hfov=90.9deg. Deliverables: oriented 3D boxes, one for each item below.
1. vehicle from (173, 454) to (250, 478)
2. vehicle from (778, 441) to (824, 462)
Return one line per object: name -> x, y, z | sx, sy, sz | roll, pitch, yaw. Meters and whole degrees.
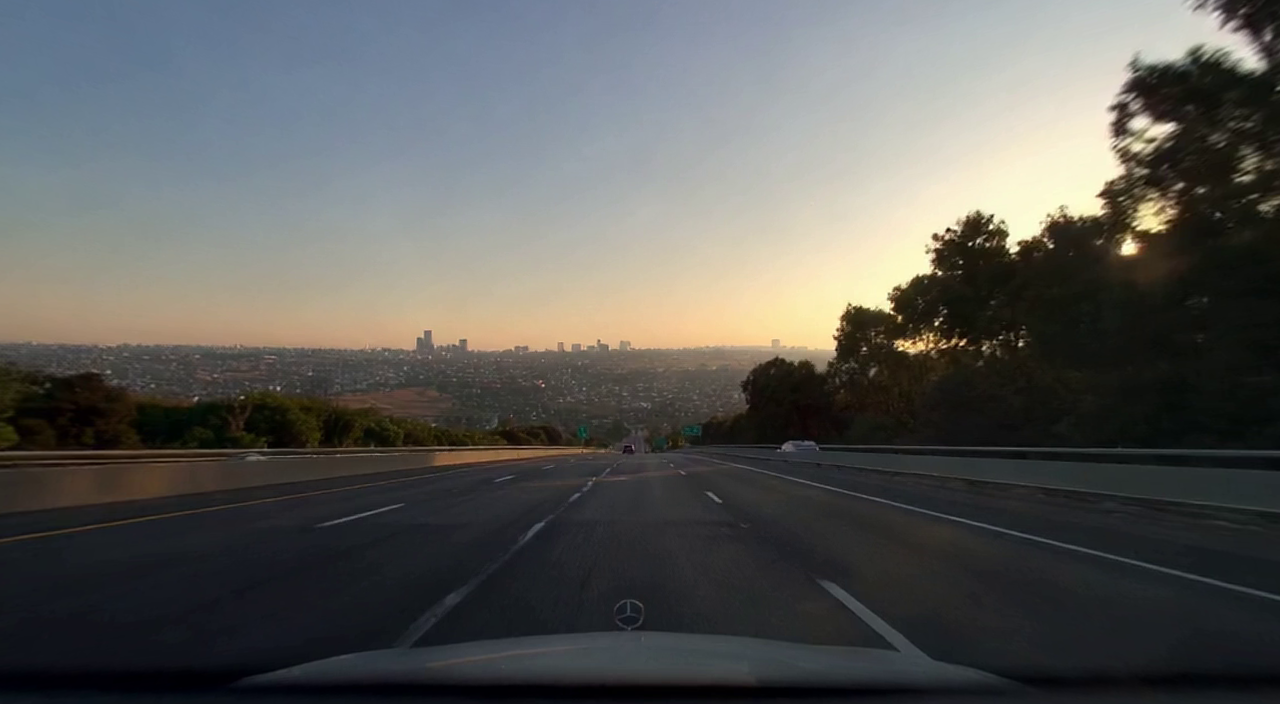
vehicle -> -29.905, 7.928, 44.209 | 2.089, 1.493, 4.781 | 0, -8, 0
vehicle -> 12.031, 7.465, 47.584 | 1.977, 1.528, 5.111 | 0, -8, -2
